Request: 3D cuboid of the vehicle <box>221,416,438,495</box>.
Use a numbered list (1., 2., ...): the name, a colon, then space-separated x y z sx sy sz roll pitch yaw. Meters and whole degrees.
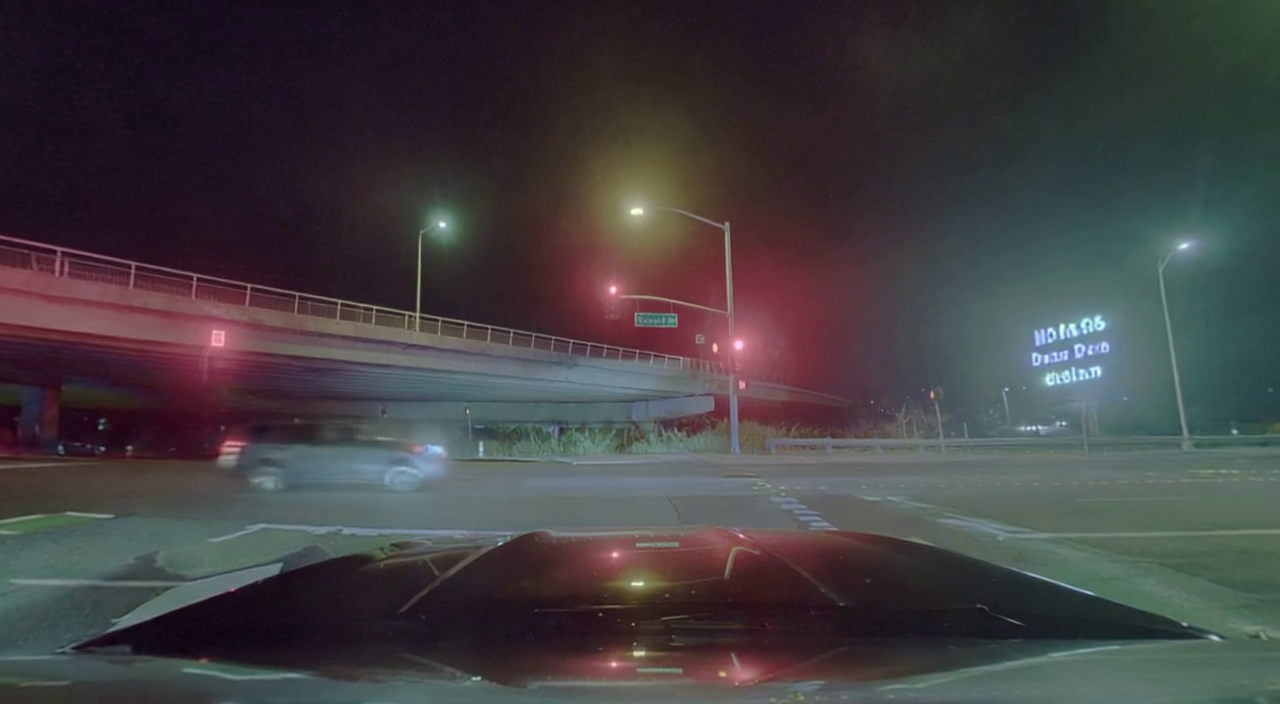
1. vehicle: -6.803 2.311 14.246 3.897 1.637 1.832 0 -8 -4
